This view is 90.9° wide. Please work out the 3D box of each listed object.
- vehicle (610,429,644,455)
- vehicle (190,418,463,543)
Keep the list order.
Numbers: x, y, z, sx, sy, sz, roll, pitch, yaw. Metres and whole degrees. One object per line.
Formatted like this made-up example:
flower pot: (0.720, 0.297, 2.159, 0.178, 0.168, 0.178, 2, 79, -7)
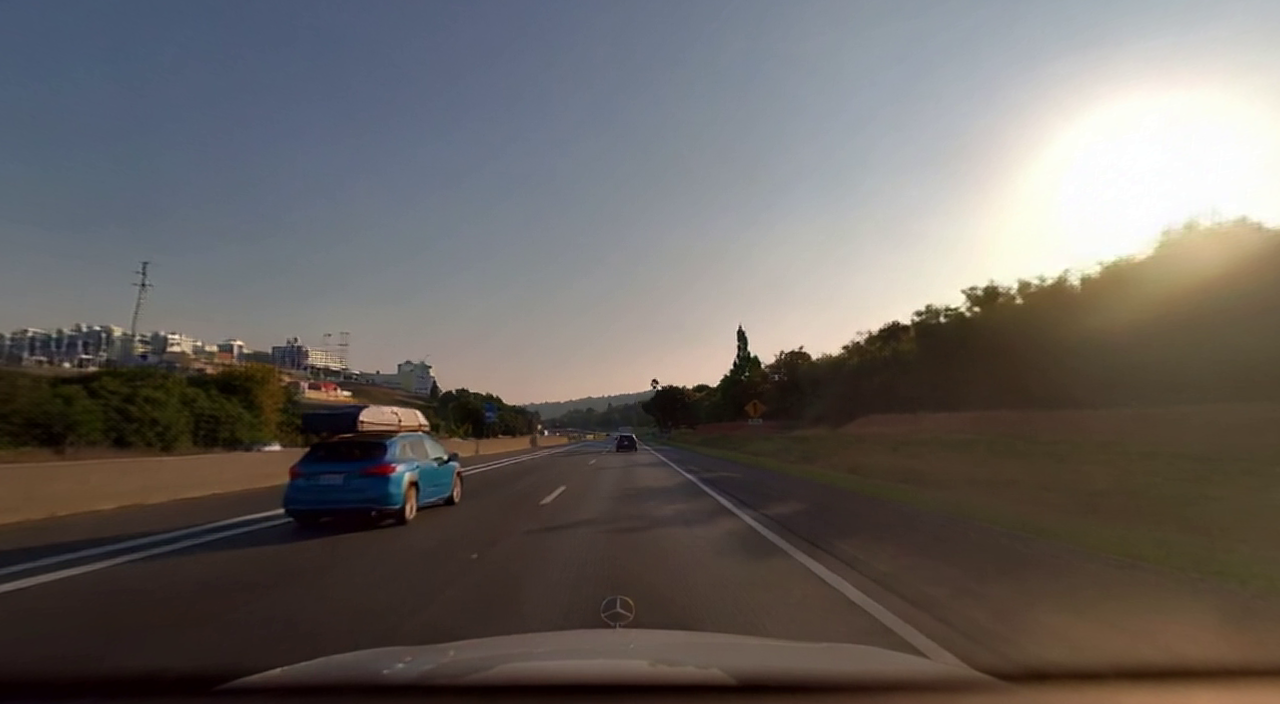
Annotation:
vehicle: (-0.822, 5.913, 41.324, 2.151, 1.618, 3.898, 0, -8, -1)
vehicle: (-4.658, 1.953, 10.409, 2.189, 1.580, 4.607, 0, -8, -1)
